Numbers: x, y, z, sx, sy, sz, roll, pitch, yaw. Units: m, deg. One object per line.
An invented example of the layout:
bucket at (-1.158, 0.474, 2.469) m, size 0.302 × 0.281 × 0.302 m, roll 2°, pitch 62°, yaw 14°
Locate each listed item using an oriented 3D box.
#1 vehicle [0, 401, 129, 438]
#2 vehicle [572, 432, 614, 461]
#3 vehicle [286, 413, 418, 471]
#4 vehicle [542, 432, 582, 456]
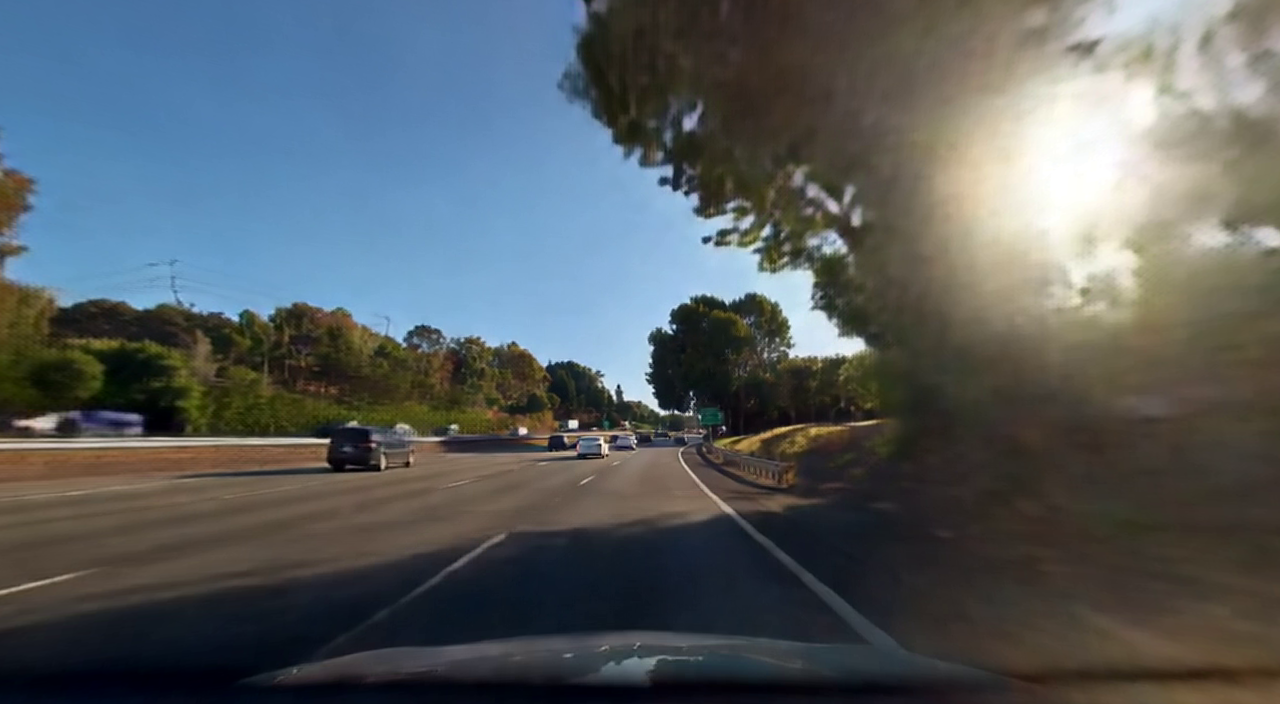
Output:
vehicle at (-33.308, 3.977, 36.568) m, size 2.154 × 1.864 × 5.824 m, roll 0°, pitch -9°, yaw 3°
vehicle at (-2.890, 6.007, 39.973) m, size 2.035 × 1.673 × 4.469 m, roll 0°, pitch -9°, yaw 4°
vehicle at (-10.988, 3.550, 24.647) m, size 2.264 × 1.980 × 5.574 m, roll 0°, pitch -9°, yaw 3°
vehicle at (-5.802, 6.939, 47.268) m, size 2.108 × 1.686 × 4.556 m, roll 0°, pitch -9°, yaw 4°
